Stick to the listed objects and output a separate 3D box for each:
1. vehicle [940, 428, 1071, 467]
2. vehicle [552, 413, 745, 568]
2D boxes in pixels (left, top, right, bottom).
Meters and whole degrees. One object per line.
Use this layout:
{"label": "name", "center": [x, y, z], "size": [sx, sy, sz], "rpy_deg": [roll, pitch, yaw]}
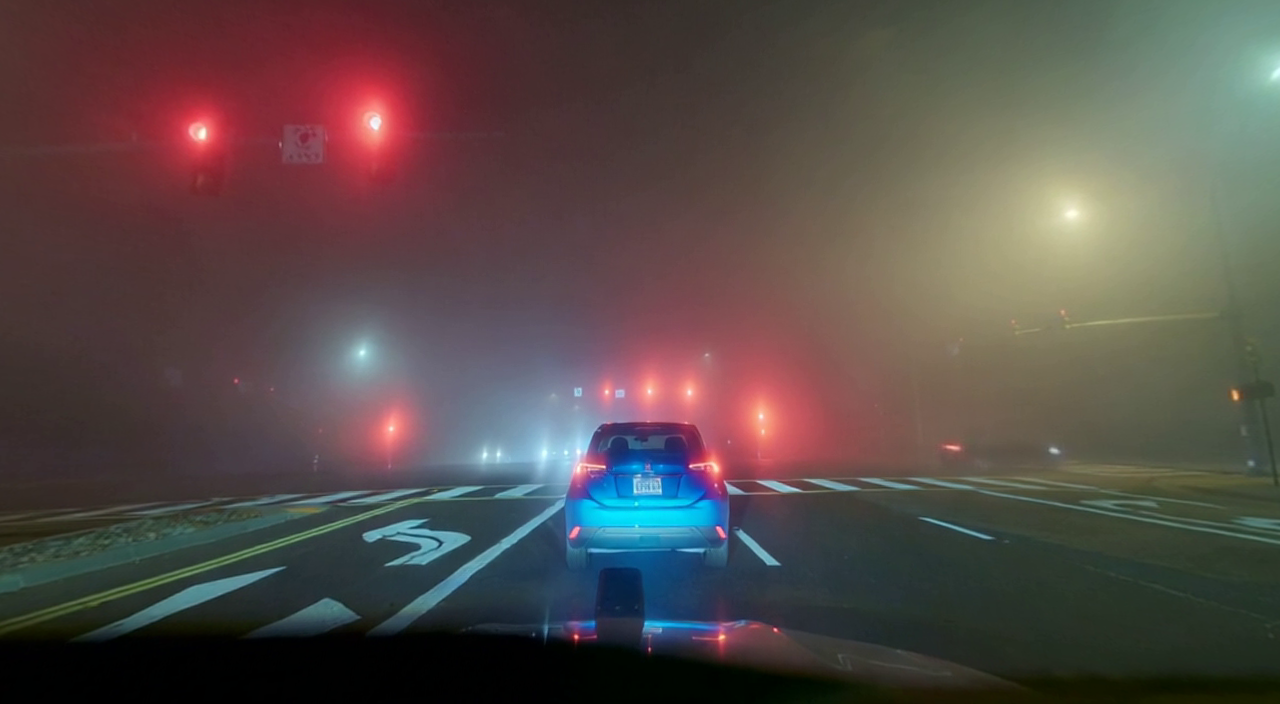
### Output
{"label": "vehicle", "center": [18.320, 4.815, 31.829], "size": [5.247, 1.889, 2.050], "rpy_deg": [0, -8, 1]}
{"label": "vehicle", "center": [0.048, 1.756, 8.709], "size": [2.027, 1.626, 3.942], "rpy_deg": [0, -8, -1]}
